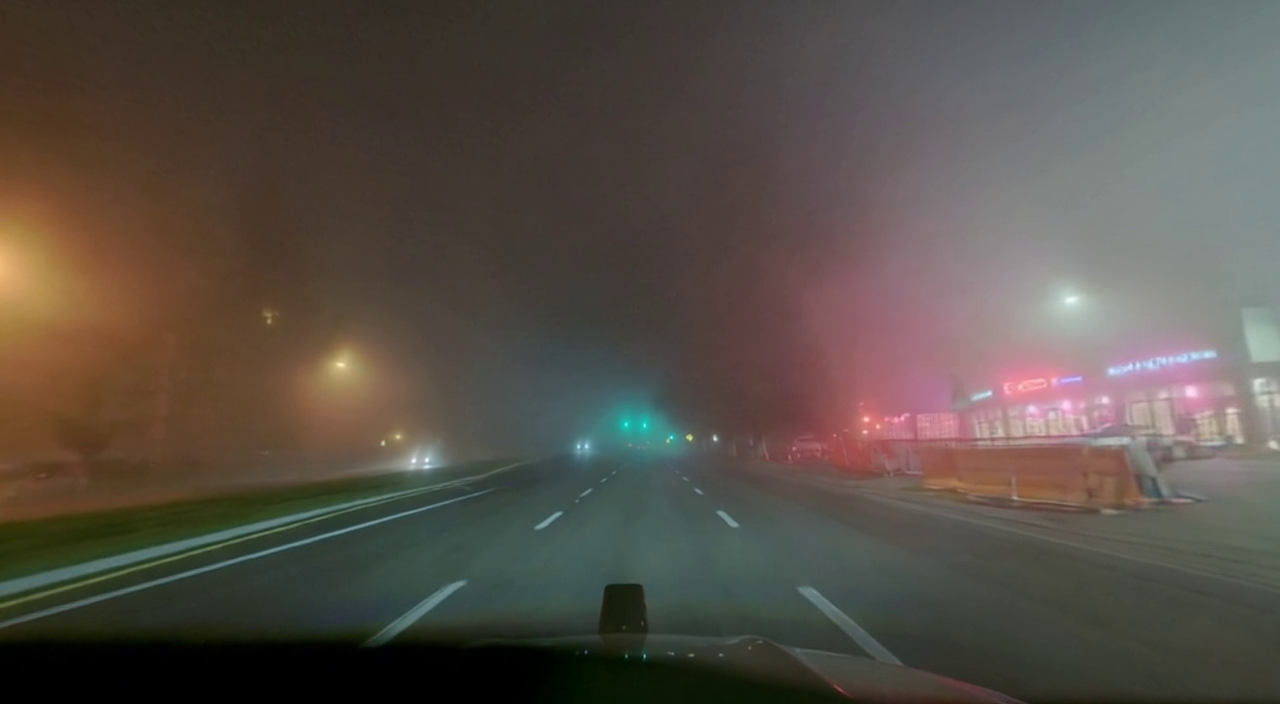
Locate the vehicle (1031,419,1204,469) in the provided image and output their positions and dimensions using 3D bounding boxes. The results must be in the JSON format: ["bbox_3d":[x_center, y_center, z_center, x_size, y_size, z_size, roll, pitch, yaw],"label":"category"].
[{"bbox_3d":[16.773,3.256,22.308,4.450,1.643,1.996,0,-8,-1],"label":"vehicle"}]

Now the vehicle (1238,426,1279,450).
[{"bbox_3d":[39.197,5.356,39.066,1.757,1.439,3.615,-4,-9,21],"label":"vehicle"}]

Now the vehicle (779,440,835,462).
[{"bbox_3d":[12.478,7.406,47.453,1.948,1.466,4.520,-1,-7,-16],"label":"vehicle"}]

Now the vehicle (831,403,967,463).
[{"bbox_3d":[15.542,4.935,38.261,6.641,3.391,3.387,0,-9,-4],"label":"vehicle"}]

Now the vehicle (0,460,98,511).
[{"bbox_3d":[-23.662,5.021,23.956,1.957,1.672,4.743,0,-8,-1],"label":"vehicle"}]
